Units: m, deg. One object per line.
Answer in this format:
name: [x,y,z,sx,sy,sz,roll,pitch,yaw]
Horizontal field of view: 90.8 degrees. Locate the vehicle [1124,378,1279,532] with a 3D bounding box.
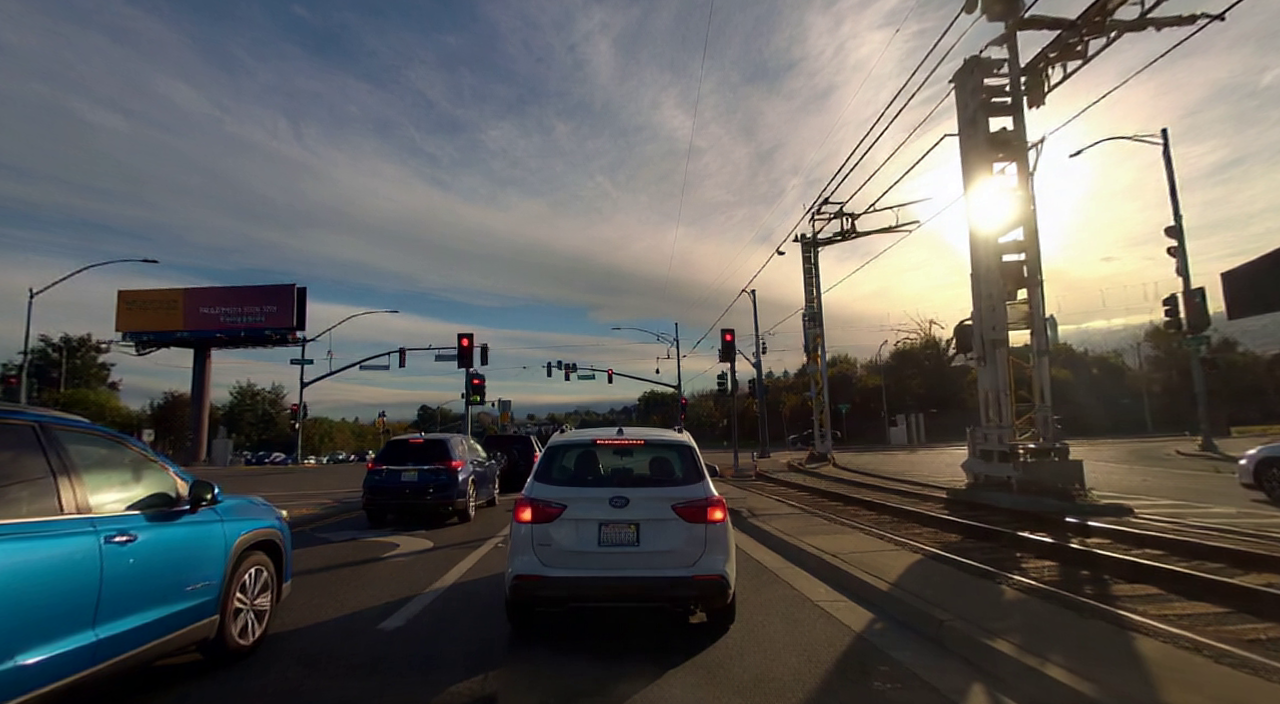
vehicle: [9.610,1.317,8.194,5.060,1.702,2.033,1,-9,-4]

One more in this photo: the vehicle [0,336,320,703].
vehicle: [-3.926,0.877,3.056,2.052,1.814,5.184,0,-9,-1]

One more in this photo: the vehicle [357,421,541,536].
vehicle: [-3.151,2.185,11.506,1.988,1.678,4.317,0,-9,0]

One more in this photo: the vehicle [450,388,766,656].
vehicle: [-0.203,1.375,5.985,2.025,1.723,3.644,0,-9,0]

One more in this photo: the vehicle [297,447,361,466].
vehicle: [-24.186,8.093,49.076,4.357,1.444,1.842,-3,-9,19]
